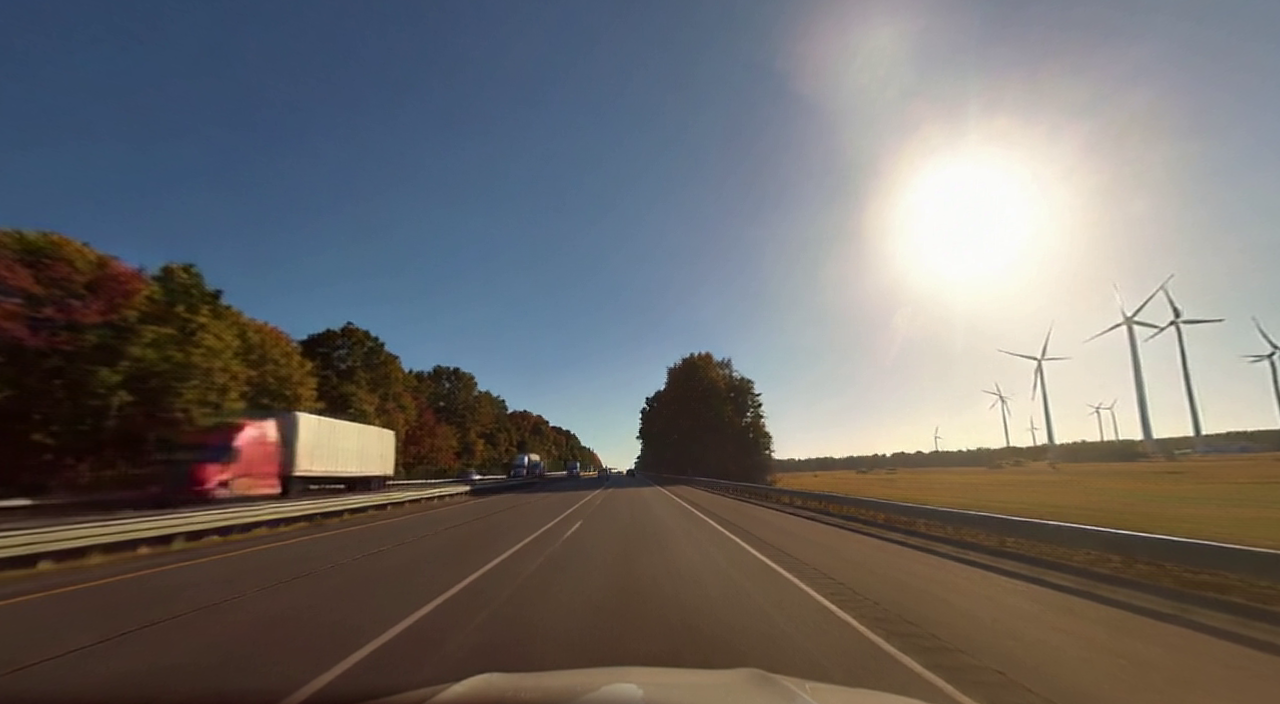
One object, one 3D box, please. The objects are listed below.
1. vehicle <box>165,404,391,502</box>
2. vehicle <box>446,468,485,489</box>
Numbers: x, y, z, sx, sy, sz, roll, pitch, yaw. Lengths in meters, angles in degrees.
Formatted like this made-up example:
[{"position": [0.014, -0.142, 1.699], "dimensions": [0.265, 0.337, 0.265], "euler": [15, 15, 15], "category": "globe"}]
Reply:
[{"position": [-17.199, 5.332, 32.272], "dimensions": [2.872, 3.799, 14.761], "euler": [1, -11, 0], "category": "vehicle"}, {"position": [-12.672, 9.197, 45.926], "dimensions": [1.700, 1.451, 4.000], "euler": [1, -10, -1], "category": "vehicle"}]
